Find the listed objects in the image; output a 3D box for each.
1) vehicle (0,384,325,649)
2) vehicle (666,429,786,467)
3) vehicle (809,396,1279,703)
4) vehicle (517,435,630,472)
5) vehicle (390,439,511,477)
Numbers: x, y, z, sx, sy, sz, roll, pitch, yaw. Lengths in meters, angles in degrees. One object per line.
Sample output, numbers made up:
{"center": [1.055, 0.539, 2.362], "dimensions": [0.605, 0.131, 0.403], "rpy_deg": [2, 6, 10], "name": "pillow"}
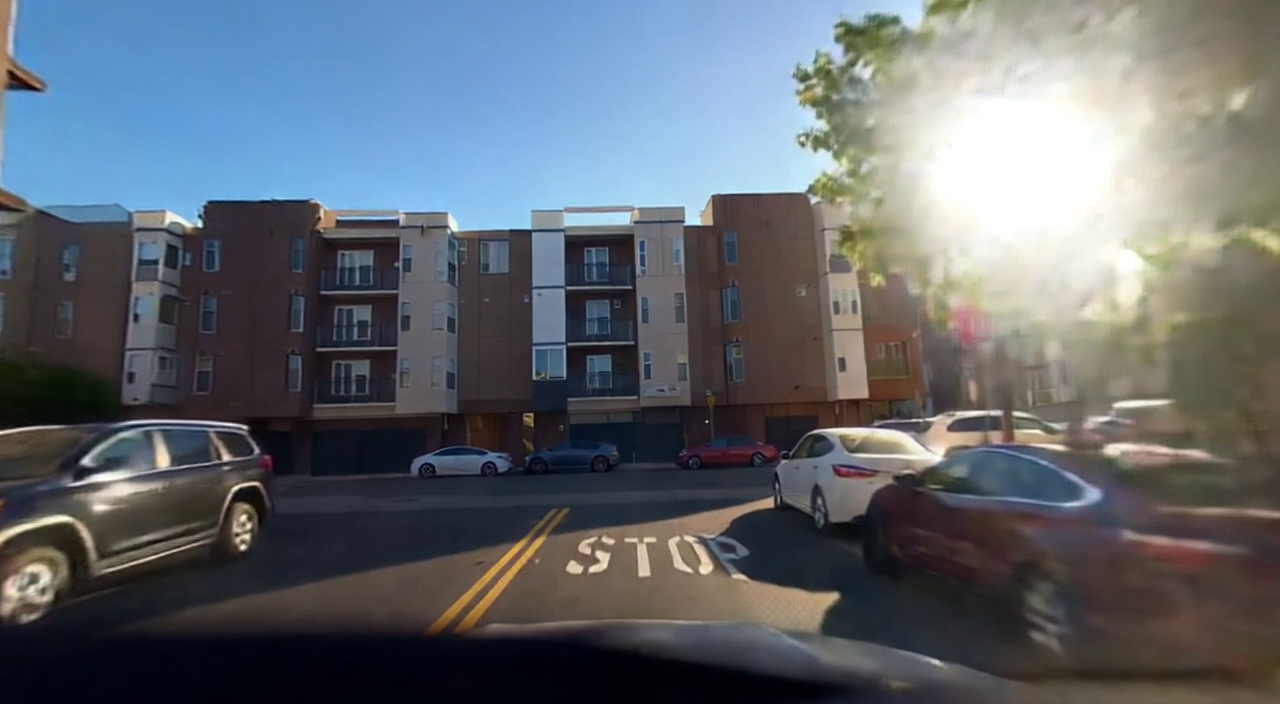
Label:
{"center": [-5.928, 1.540, 6.914], "dimensions": [2.208, 1.903, 6.040], "rpy_deg": [0, -8, -4], "name": "vehicle"}
{"center": [3.520, 3.999, 26.342], "dimensions": [4.681, 1.480, 1.817], "rpy_deg": [0, -8, -3], "name": "vehicle"}
{"center": [3.167, 1.282, 5.070], "dimensions": [2.024, 1.503, 4.565], "rpy_deg": [1, -8, -5], "name": "vehicle"}
{"center": [-2.702, 4.176, 26.124], "dimensions": [4.489, 1.470, 1.776], "rpy_deg": [1, -8, -4], "name": "vehicle"}
{"center": [-7.623, 4.307, 25.764], "dimensions": [4.423, 1.449, 1.813], "rpy_deg": [1, -8, -5], "name": "vehicle"}
